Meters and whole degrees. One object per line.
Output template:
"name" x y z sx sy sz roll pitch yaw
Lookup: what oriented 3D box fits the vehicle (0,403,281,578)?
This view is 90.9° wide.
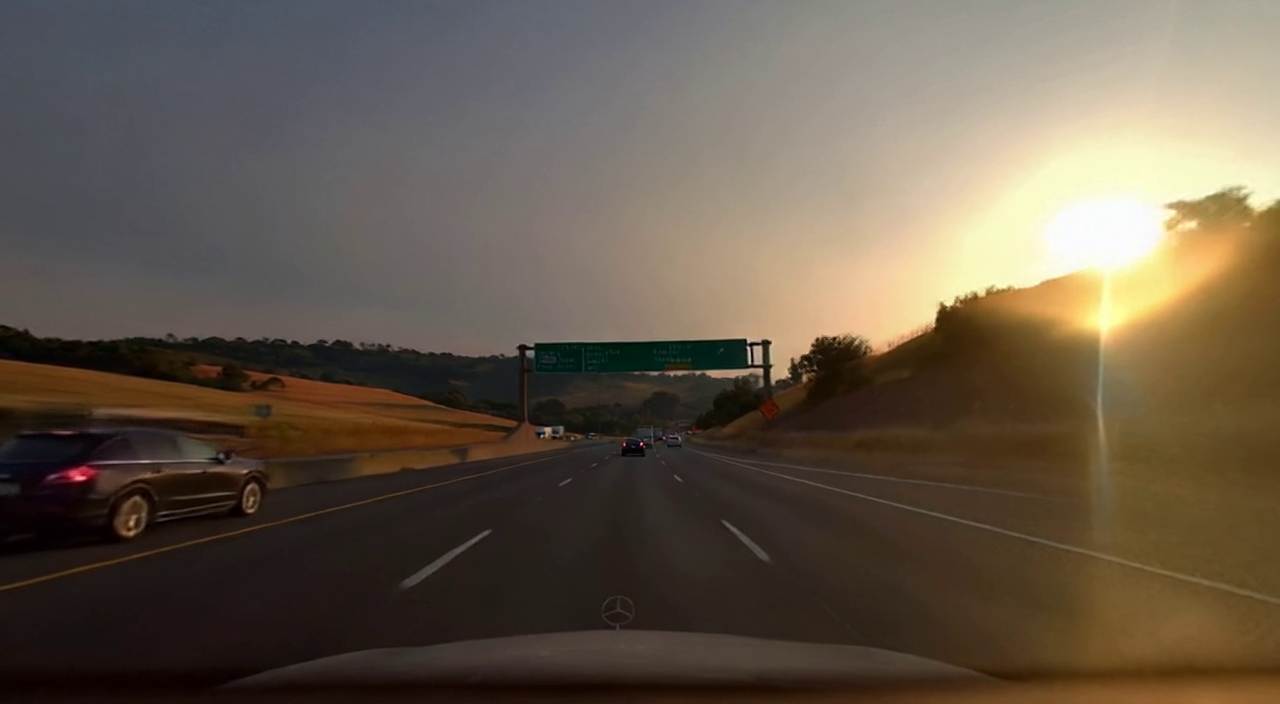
"vehicle" -6.803 1.572 8.012 1.939 1.601 4.338 0 -8 0

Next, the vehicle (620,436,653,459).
"vehicle" -0.260 6.438 42.636 2.140 1.475 3.969 0 -8 0
